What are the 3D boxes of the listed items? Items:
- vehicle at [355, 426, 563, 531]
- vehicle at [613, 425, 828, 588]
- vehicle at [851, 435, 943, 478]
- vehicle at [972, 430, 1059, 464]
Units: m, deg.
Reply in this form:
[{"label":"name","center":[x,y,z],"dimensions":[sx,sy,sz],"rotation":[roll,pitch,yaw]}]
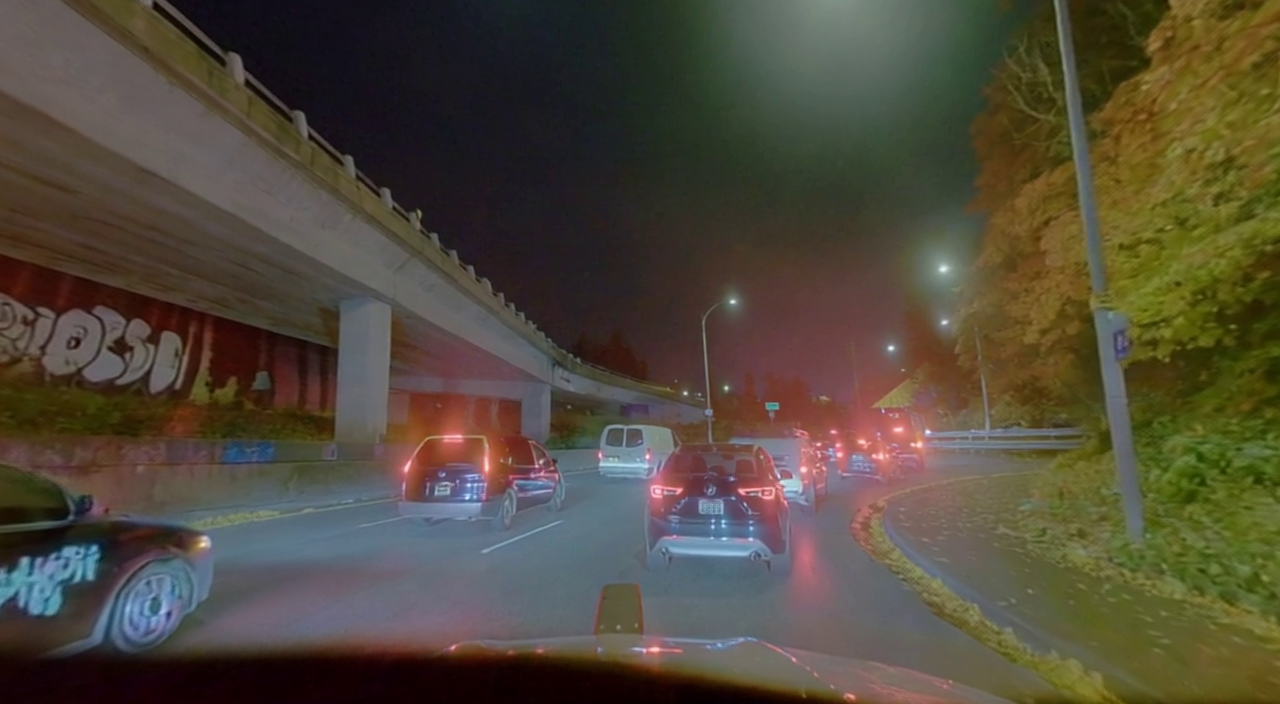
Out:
[{"label":"vehicle","center":[-3.043,2.245,11.620],"dimensions":[1.921,1.554,4.081],"rotation":[-2,-9,13]},{"label":"vehicle","center":[1.261,1.788,8.037],"dimensions":[2.064,1.515,3.722],"rotation":[-3,-9,17]},{"label":"vehicle","center":[9.719,3.890,23.538],"dimensions":[1.780,1.446,3.902],"rotation":[-9,-12,44]},{"label":"vehicle","center":[17.505,4.438,29.195],"dimensions":[3.934,1.485,1.763],"rotation":[5,-10,-32]}]
